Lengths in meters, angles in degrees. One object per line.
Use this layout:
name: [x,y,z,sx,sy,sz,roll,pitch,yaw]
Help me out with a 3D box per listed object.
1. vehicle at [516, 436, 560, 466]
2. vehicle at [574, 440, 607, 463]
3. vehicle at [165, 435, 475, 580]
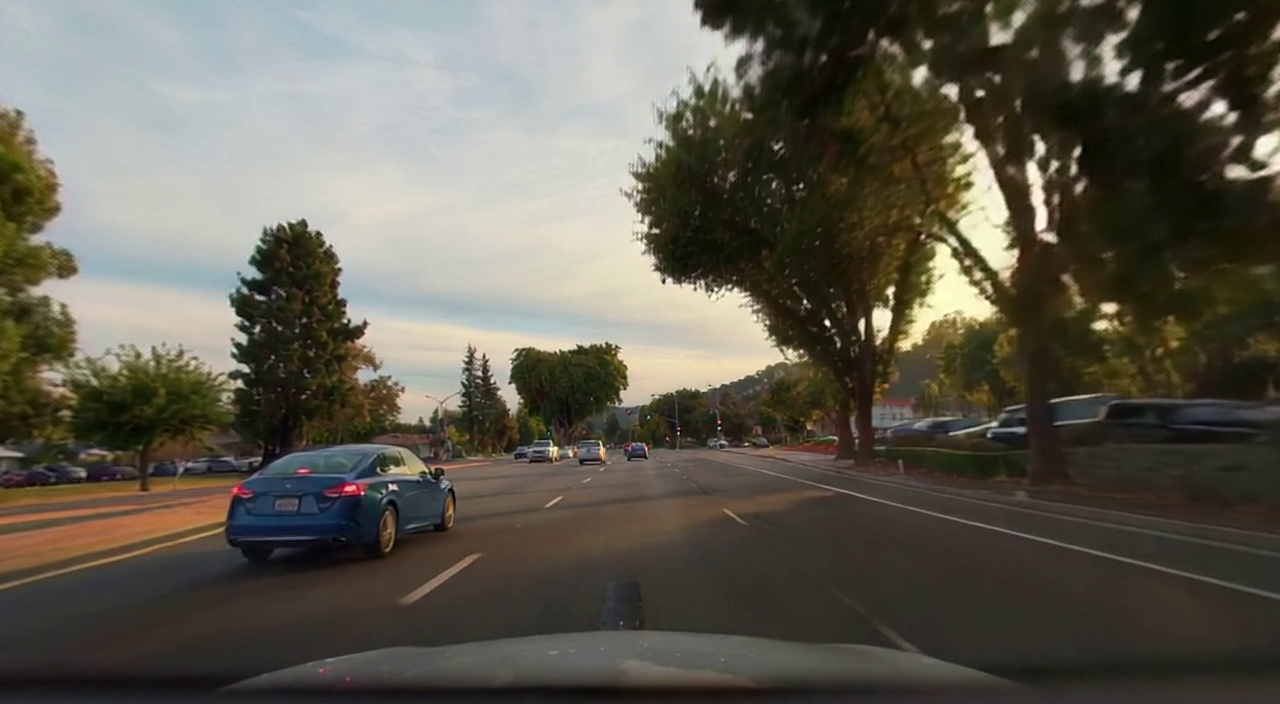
vehicle: [-7.419,7.250,46.573,2.274,2.040,6.031,0,-9,-1]
vehicle: [-3.630,7.431,47.134,2.103,1.592,4.160,0,-9,1]
vehicle: [-3.788,1.894,8.579,1.905,1.418,4.396,0,-9,0]
